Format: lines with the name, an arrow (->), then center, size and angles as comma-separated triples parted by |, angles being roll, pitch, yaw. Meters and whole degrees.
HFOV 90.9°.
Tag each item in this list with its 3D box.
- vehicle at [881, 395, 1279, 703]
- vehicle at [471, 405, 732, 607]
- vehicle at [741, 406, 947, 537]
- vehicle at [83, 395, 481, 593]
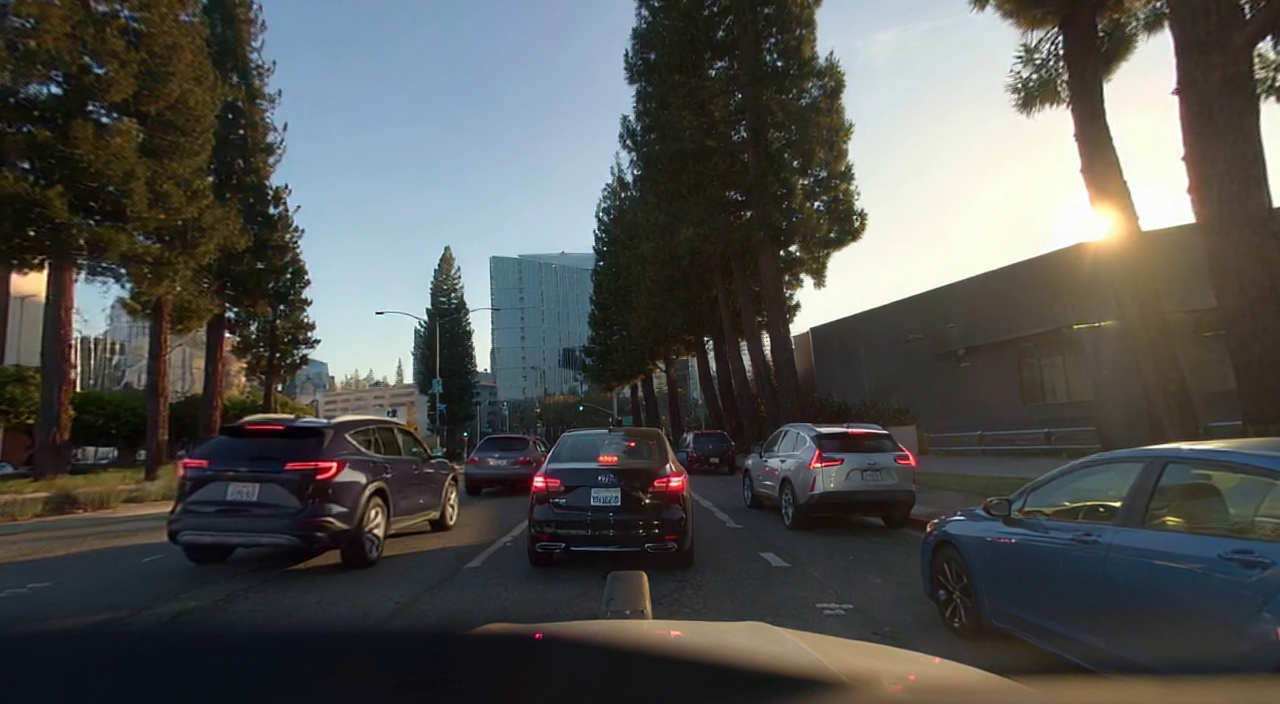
vehicle -> 3.239, 1.069, 3.425 | 2.045, 1.459, 4.462 | 0, -8, -1
vehicle -> -0.356, 1.584, 7.431 | 2.114, 1.631, 4.459 | 0, -8, -1
vehicle -> 3.336, 2.081, 11.546 | 2.117, 1.879, 4.715 | 0, -8, -1
vehicle -> -3.755, 1.595, 7.994 | 2.141, 1.718, 4.809 | 0, -8, 1
